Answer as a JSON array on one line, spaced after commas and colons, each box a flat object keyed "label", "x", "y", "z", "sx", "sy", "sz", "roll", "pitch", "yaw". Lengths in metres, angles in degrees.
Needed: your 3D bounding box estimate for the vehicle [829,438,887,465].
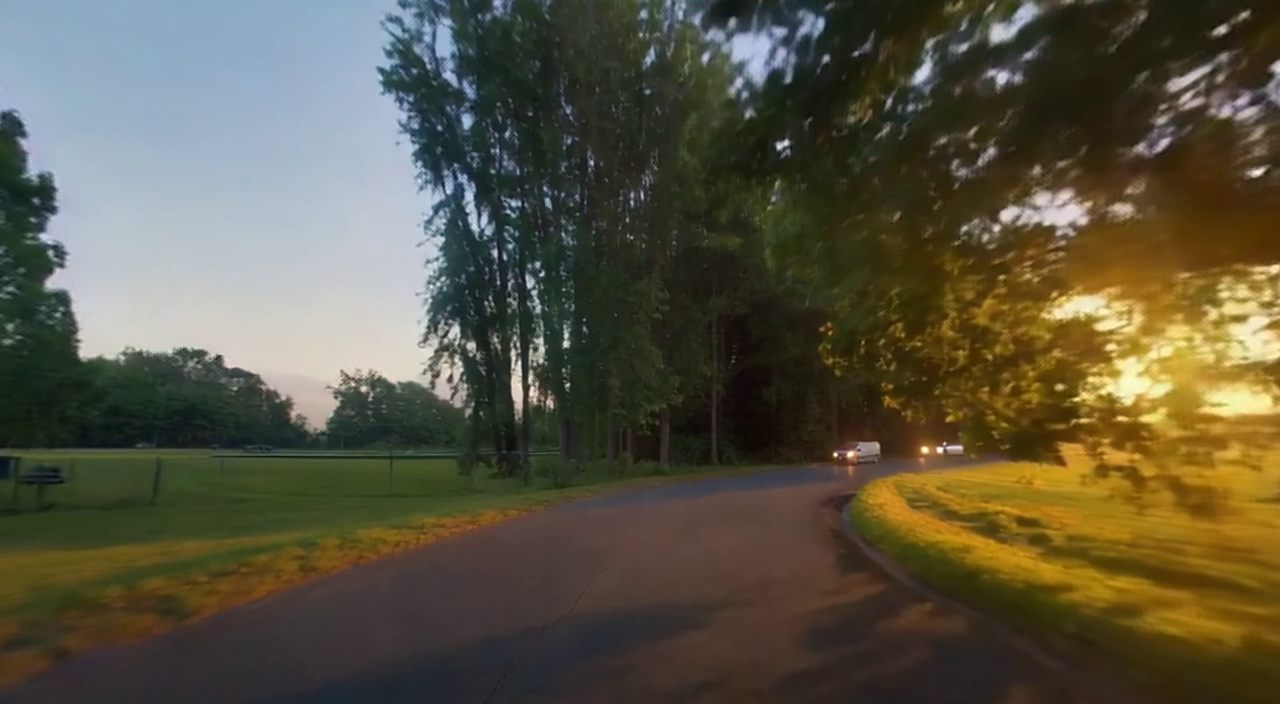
[{"label": "vehicle", "x": 15.606, "y": 7.064, "z": 44.849, "sx": 4.257, "sy": 1.789, "sz": 1.988, "roll": 7, "pitch": -10, "yaw": -39}]
